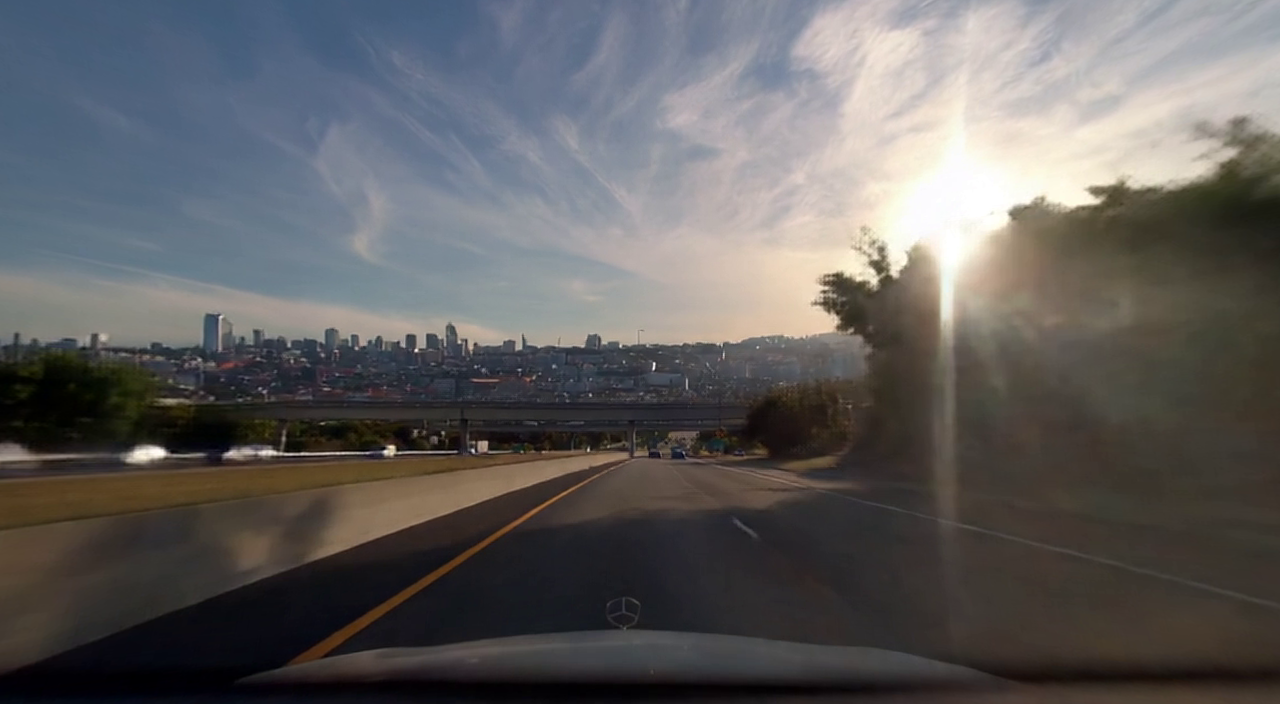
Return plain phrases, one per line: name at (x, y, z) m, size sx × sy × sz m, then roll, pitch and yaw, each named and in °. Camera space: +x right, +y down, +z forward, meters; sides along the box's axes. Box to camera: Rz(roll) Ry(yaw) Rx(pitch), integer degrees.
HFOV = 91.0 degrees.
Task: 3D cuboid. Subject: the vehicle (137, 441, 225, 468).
vehicle at (-26.828, 6.006, 37.009) m, size 1.925 × 1.473 × 4.762 m, roll 1°, pitch -8°, yaw -5°
